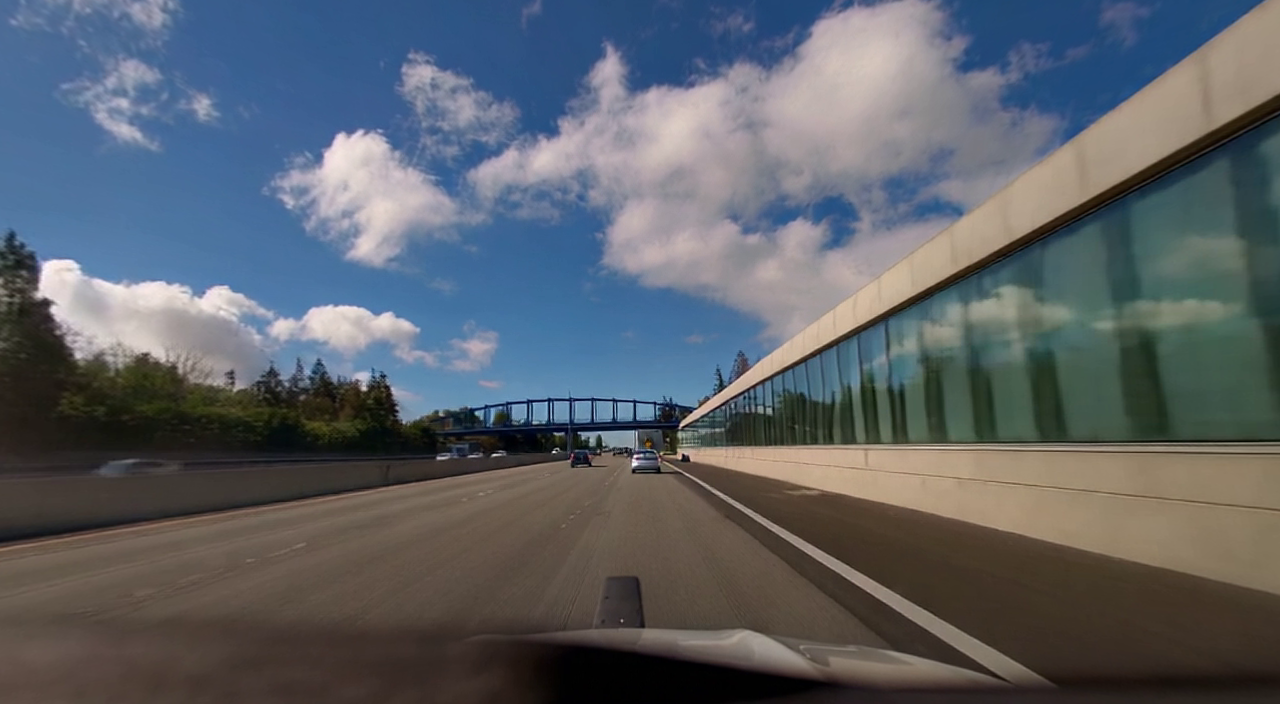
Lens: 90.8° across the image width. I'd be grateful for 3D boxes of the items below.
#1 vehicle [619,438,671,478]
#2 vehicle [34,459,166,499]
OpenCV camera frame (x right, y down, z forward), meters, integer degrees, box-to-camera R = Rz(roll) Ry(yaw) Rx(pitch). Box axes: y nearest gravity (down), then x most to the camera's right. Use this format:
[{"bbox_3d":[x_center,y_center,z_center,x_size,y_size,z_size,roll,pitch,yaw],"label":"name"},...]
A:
[{"bbox_3d":[0.194,5.027,30.162,2.299,1.716,4.579,0,-9,-1],"label":"vehicle"},{"bbox_3d":[-22.005,5.160,25.975,1.874,1.388,4.072,0,-9,-1],"label":"vehicle"}]
